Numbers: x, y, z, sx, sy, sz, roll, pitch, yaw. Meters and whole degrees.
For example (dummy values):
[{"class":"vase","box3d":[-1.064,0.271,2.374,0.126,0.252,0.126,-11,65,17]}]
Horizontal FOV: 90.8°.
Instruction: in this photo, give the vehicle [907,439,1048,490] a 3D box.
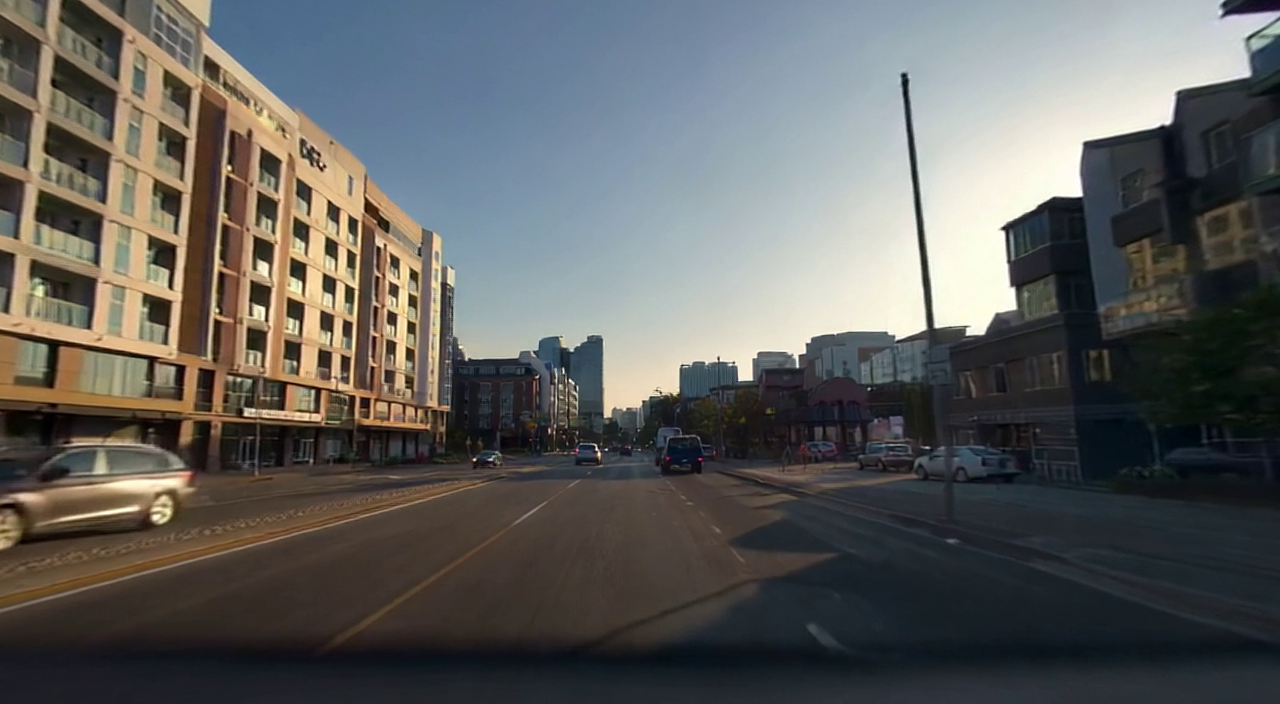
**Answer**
[{"class":"vehicle","box3d":[11.861,3.949,22.689,1.954,1.483,4.742,-2,-8,-7]}]

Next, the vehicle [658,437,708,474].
[{"class":"vehicle","box3d":[2.159,5.402,33.212,2.130,1.787,5.126,0,-9,-2]}]

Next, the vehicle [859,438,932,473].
[{"class":"vehicle","box3d":[14.008,5.720,35.048,2.019,1.819,4.909,0,-9,0]}]

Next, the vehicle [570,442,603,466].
[{"class":"vehicle","box3d":[-3.790,7.359,45.556,2.046,1.617,4.601,0,-9,-2]}]

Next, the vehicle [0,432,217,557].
[{"class":"vehicle","box3d":[-8.787,2.033,9.406,1.969,1.489,4.522,-2,-9,-2]}]

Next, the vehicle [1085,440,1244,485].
[{"class":"vehicle","box3d":[20.124,4.252,24.575,2.013,1.548,4.579,1,-9,-5]}]
